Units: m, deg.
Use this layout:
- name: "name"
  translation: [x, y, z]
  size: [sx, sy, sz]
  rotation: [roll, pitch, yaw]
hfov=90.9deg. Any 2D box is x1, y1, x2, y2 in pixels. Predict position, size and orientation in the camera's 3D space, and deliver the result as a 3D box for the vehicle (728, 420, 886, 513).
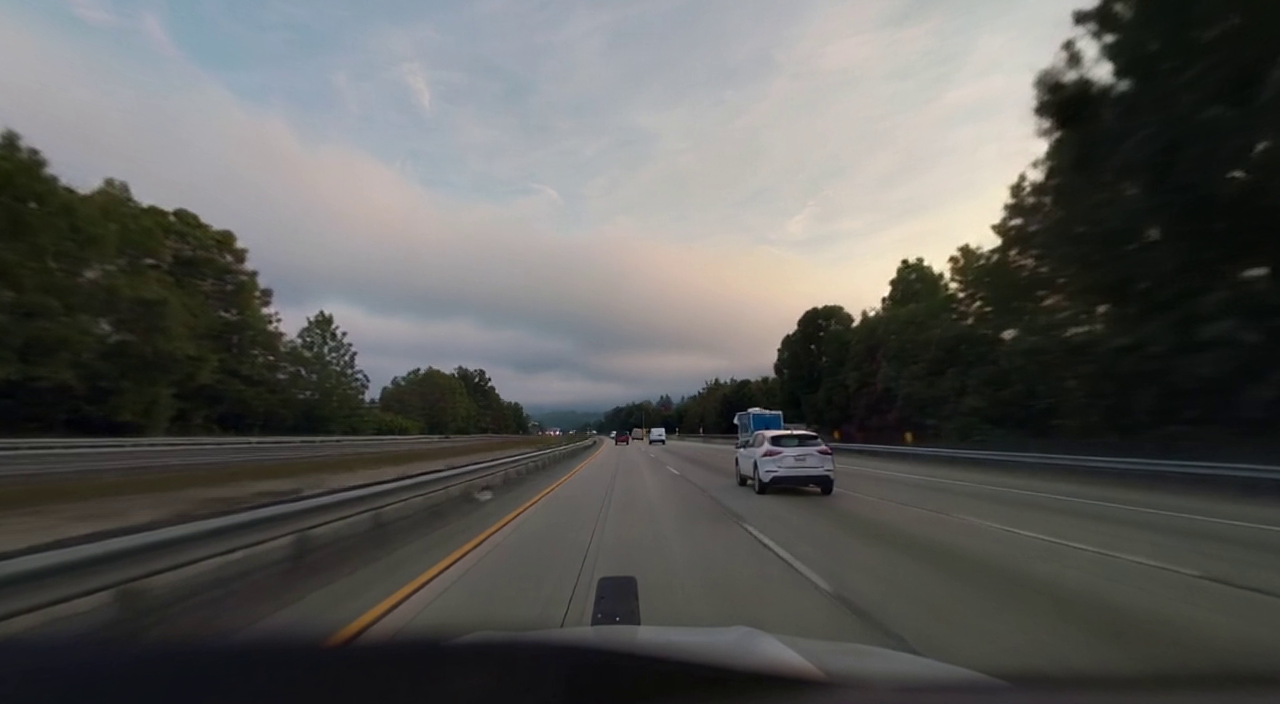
- name: "vehicle"
  translation: [3.122, 2.218, 12.707]
  size: [2.002, 1.569, 3.845]
  rotation: [0, -8, -2]
